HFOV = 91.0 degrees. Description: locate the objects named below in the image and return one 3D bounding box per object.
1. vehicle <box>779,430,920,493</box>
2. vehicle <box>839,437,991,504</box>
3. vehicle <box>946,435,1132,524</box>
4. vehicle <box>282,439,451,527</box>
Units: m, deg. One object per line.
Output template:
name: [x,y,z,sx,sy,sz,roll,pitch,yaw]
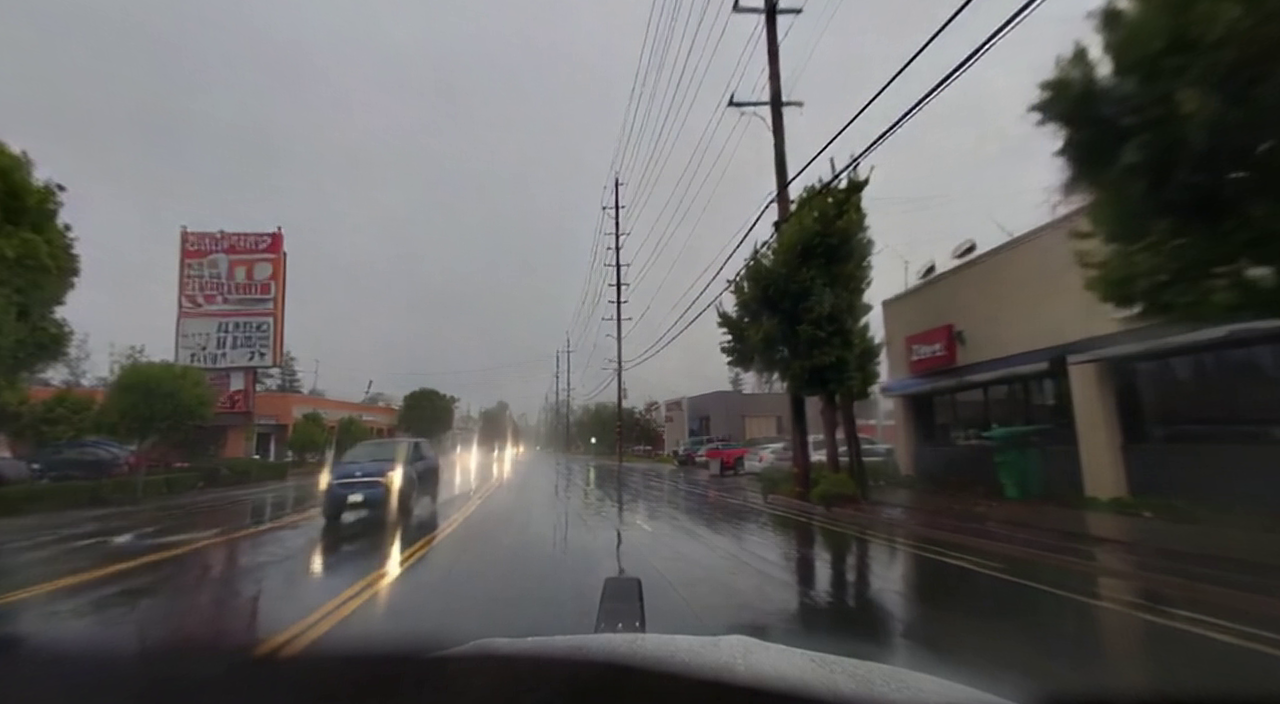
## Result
vehicle: [7.122,3.585,21.103,5.112,1.832,2.290,8,-12,-43]
vehicle: [7.603,3.138,17.199,4.502,1.564,2.057,7,-11,-42]
vehicle: [8.644,2.579,13.442,4.853,1.526,2.074,8,-12,-43]
vehicle: [-5.507,2.651,13.434,2.122,1.517,4.465,1,-9,-8]
